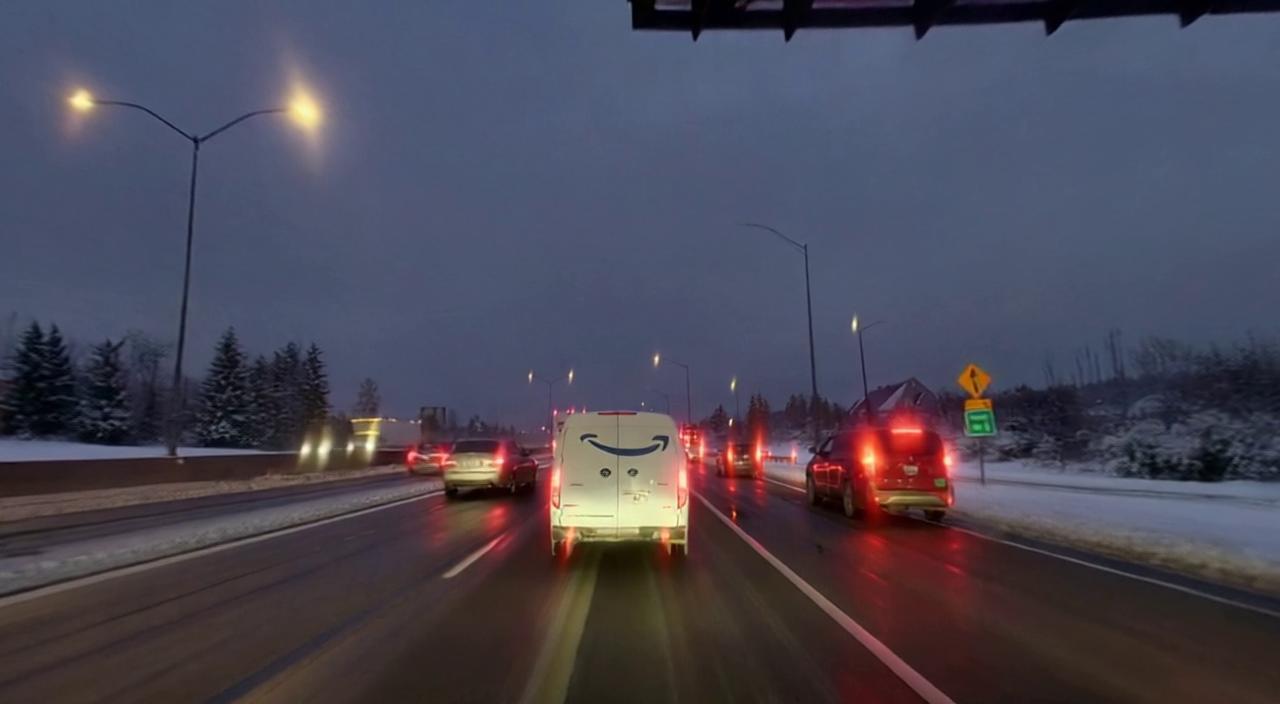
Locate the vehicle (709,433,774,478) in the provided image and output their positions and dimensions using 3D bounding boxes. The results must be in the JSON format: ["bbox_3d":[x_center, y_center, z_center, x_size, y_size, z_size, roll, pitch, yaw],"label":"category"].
[{"bbox_3d":[4.209,4.373,26.868,2.064,1.720,4.416,0,-9,1],"label":"vehicle"}]

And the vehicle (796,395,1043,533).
[{"bbox_3d":[4.767,2.036,11.970,2.179,1.999,5.331,1,-9,-1],"label":"vehicle"}]

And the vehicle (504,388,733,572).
[{"bbox_3d":[-0.202,1.610,8.589,2.287,1.823,4.369,0,-9,0],"label":"vehicle"}]

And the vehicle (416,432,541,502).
[{"bbox_3d":[-3.895,2.859,16.082,1.983,1.496,4.371,0,-9,1],"label":"vehicle"}]
